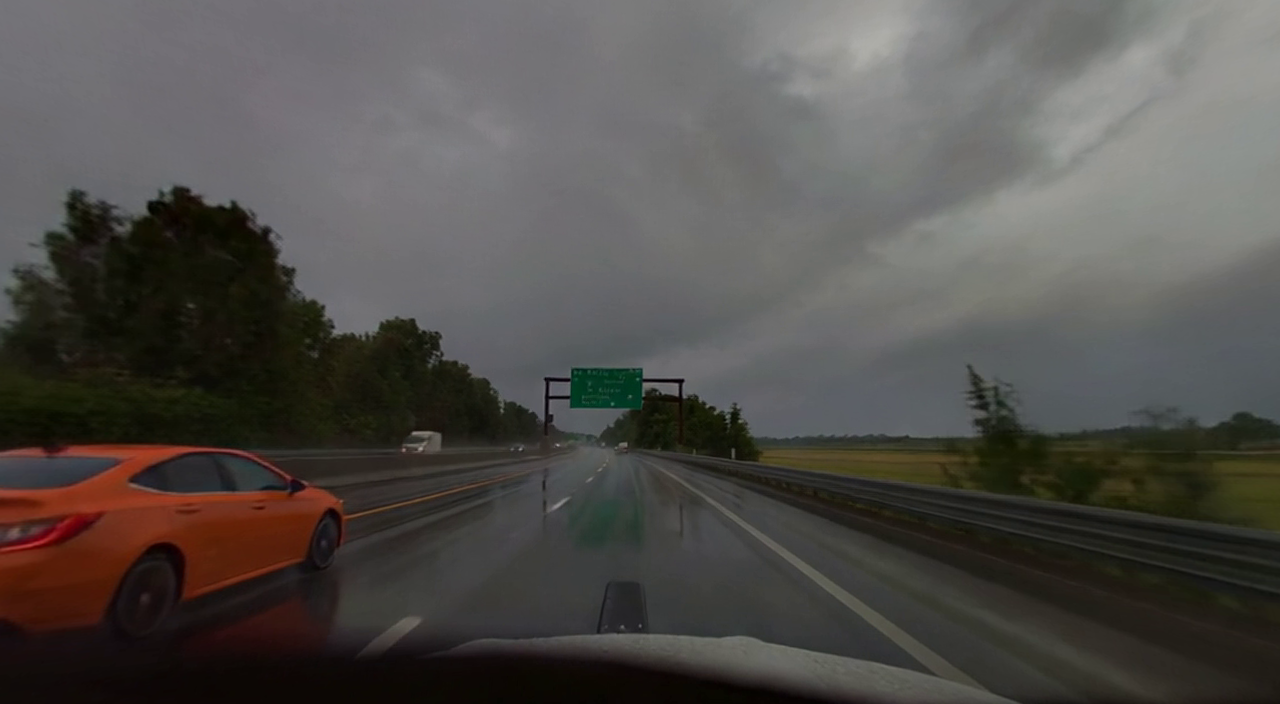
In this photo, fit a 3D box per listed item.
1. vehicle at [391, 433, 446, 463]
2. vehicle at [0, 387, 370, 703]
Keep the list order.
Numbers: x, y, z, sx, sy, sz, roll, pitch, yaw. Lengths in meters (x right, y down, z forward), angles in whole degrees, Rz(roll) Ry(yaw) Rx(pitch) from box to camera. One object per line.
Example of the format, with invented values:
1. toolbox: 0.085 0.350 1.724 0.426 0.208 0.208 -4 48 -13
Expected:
1. vehicle: -16.596 7.251 47.550 2.314 2.079 5.666 0 -9 -2
2. vehicle: -3.853 1.211 4.614 1.990 1.532 3.911 0 -9 0
